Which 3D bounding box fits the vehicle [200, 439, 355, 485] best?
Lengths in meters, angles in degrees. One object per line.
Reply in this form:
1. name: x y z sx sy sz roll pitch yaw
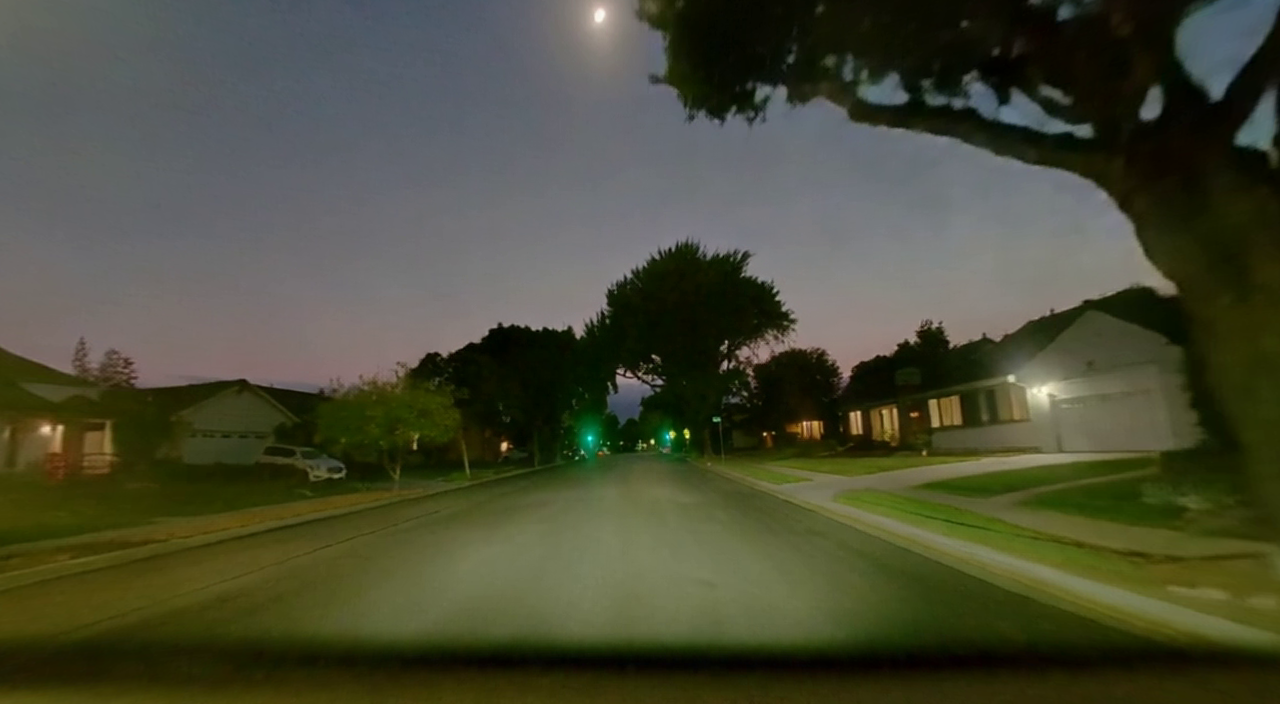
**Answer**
1. vehicle: -13.983 4.273 24.476 4.850 1.676 1.920 -1 -9 3
